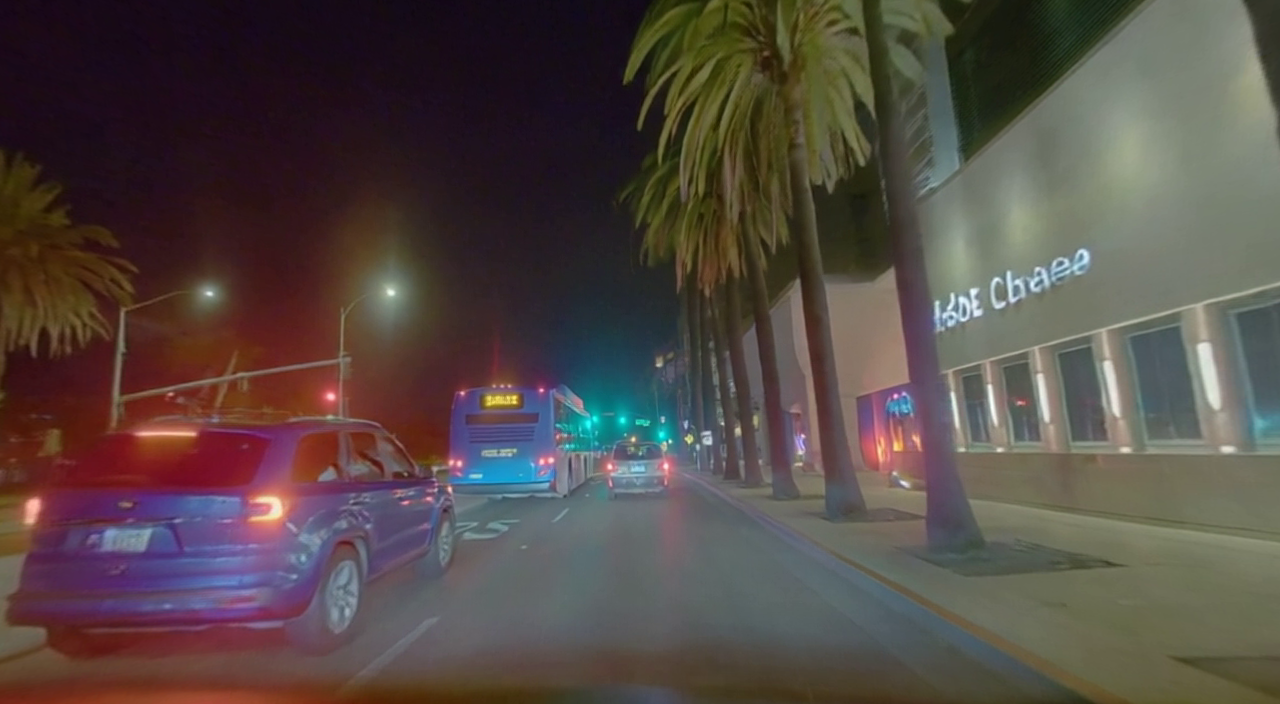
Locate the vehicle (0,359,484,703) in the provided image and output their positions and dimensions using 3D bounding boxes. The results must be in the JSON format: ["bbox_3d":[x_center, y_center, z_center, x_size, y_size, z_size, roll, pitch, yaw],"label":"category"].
[{"bbox_3d":[-3.001,1.270,5.320,2.124,1.799,4.587,0,-9,1],"label":"vehicle"}]

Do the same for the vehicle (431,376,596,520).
[{"bbox_3d":[-2.987,2.661,17.708,2.775,3.064,8.297,0,-9,1],"label":"vehicle"}]

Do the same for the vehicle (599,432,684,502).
[{"bbox_3d":[0.057,3.166,17.681,2.120,1.727,3.917,0,-9,0],"label":"vehicle"}]
